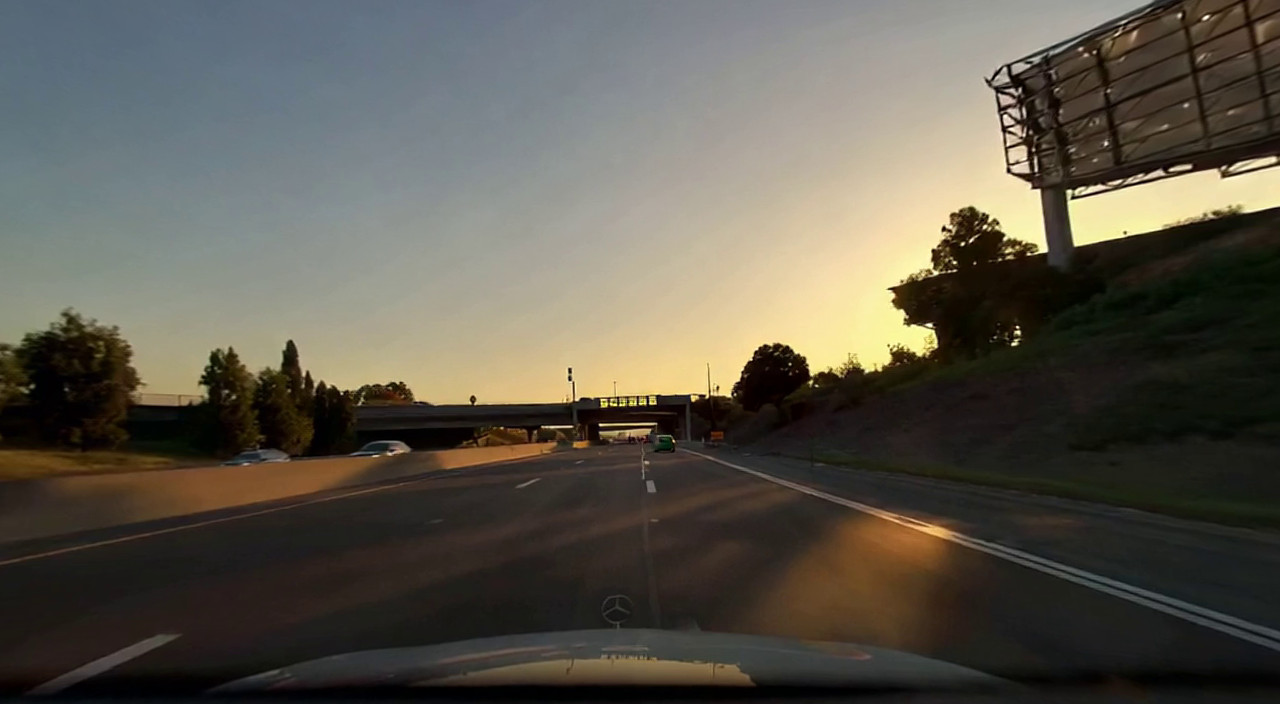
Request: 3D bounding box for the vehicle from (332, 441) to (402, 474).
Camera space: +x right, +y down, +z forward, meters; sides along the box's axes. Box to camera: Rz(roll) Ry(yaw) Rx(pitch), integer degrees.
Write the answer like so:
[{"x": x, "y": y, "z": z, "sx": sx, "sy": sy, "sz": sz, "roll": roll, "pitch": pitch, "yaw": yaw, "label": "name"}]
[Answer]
[{"x": -13.253, "y": 5.124, "z": 30.758, "sx": 1.813, "sy": 1.459, "sz": 3.871, "roll": 0, "pitch": -8, "yaw": -2, "label": "vehicle"}]
